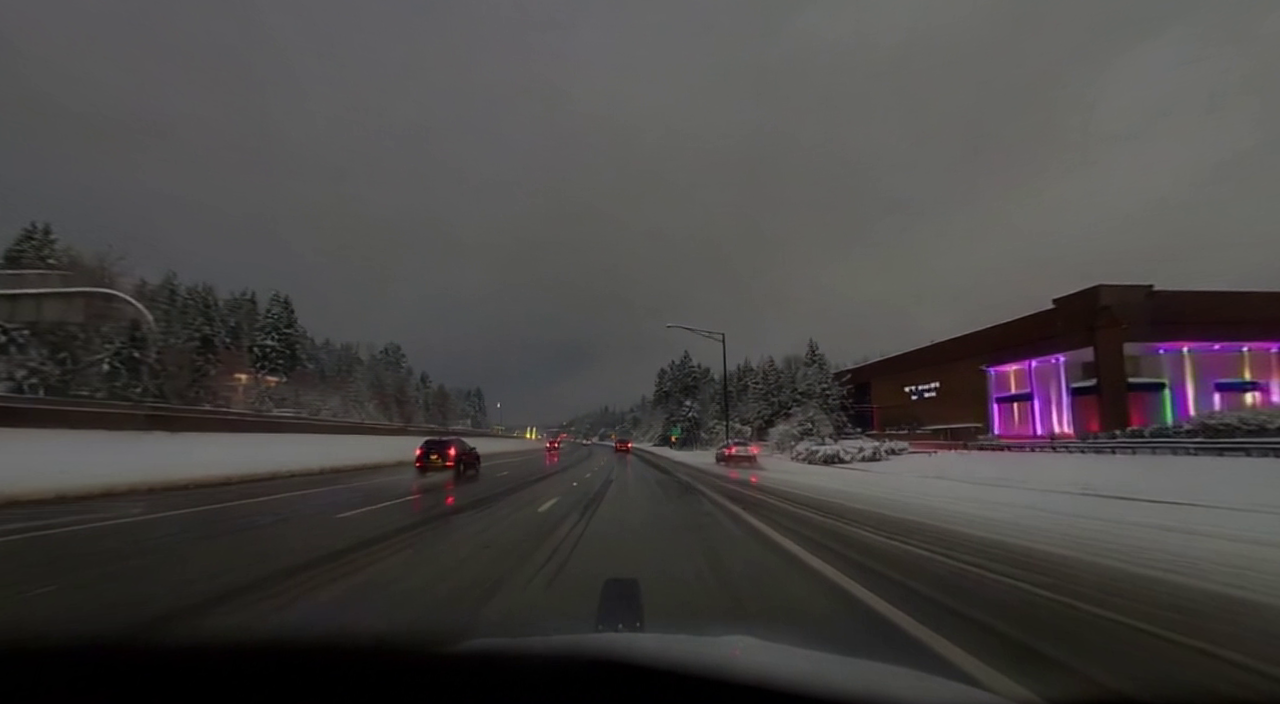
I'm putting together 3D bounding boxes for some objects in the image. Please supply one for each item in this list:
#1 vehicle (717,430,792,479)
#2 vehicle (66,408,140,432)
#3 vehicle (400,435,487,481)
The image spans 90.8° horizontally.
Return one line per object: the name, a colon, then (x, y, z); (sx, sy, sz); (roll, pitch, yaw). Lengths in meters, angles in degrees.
vehicle: (4.509, 4.109, 25.577); (2.023, 1.782, 4.193); (0, -9, -4)
vehicle: (-34.167, 4.376, 40.330); (1.562, 1.414, 3.560); (0, -9, -1)
vehicle: (-7.785, 4.246, 25.613); (2.030, 1.672, 4.913); (0, -9, -1)
